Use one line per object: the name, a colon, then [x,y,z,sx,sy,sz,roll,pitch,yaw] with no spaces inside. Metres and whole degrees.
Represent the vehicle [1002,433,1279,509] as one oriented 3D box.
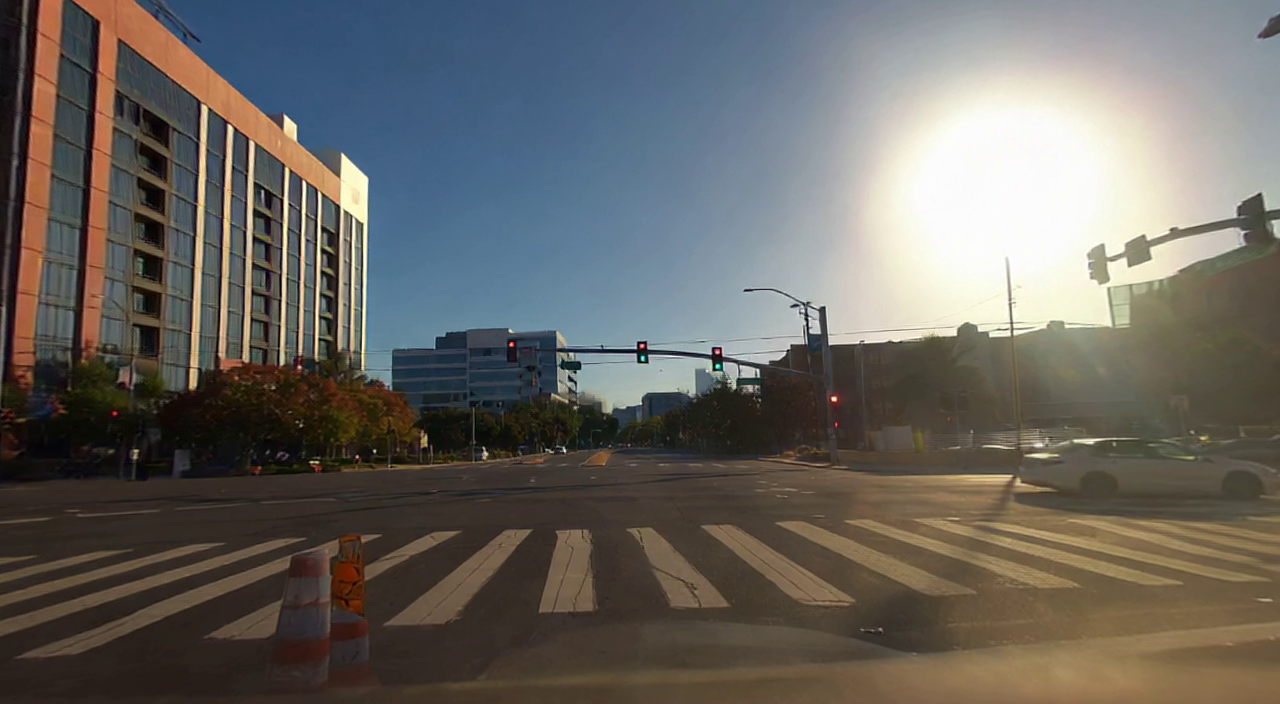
vehicle: [11.383,2.699,14.544,4.774,1.562,1.995,-2,-9,10]
